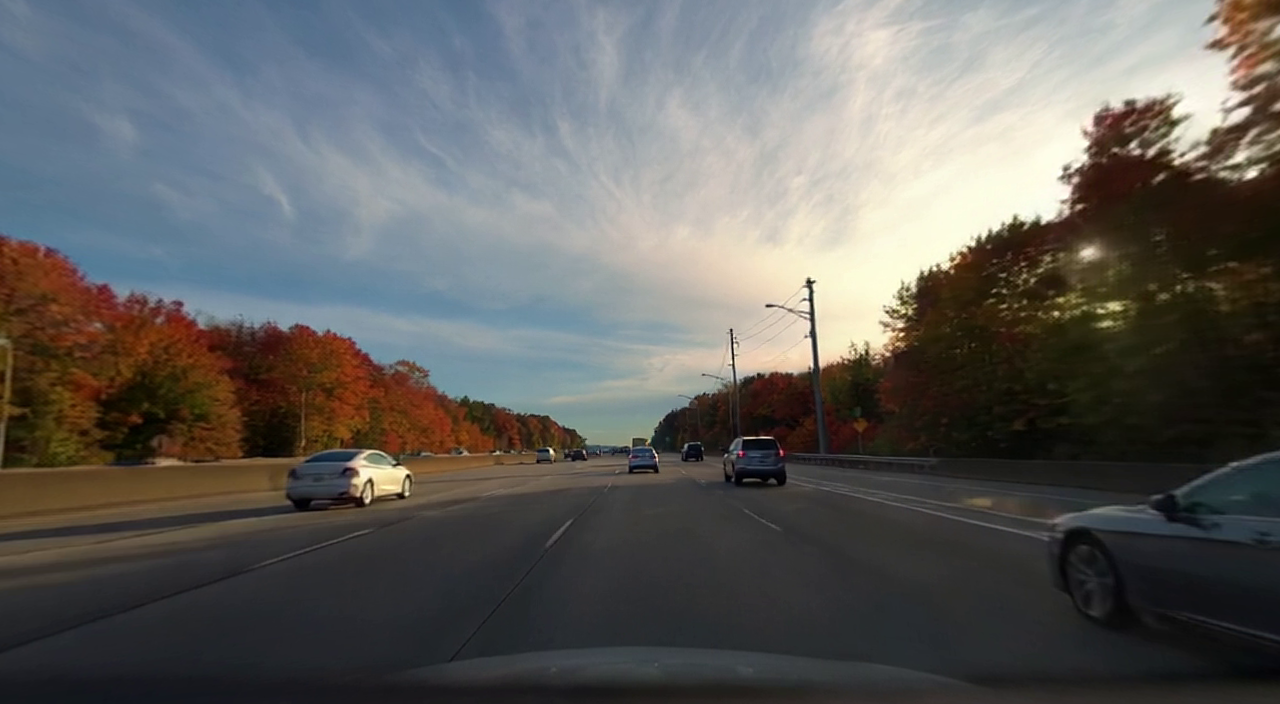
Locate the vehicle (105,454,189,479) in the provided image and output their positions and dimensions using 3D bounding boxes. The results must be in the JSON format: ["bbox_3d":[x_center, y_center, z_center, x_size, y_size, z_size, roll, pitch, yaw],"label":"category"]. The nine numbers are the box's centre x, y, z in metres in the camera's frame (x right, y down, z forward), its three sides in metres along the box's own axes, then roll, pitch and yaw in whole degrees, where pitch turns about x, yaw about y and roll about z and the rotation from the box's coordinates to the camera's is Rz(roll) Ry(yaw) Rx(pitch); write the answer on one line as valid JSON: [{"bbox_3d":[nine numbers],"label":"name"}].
[{"bbox_3d":[-33.230,7.705,42.605,1.847,1.550,4.662,0,-9,1],"label":"vehicle"}]

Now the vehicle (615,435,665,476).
[{"bbox_3d":[0.033,5.384,32.915,2.372,1.957,5.121,0,-9,1],"label":"vehicle"}]

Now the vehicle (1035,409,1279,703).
[{"bbox_3d":[4.057,0.939,2.378,2.057,1.508,4.767,0,-9,0],"label":"vehicle"}]

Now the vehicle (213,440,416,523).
[{"bbox_3d":[-6.857,2.759,14.000,2.014,1.526,4.577,0,-9,1],"label":"vehicle"}]

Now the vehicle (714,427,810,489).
[{"bbox_3d":[4.289,3.874,23.350,2.388,1.998,5.749,0,-9,0],"label":"vehicle"}]
